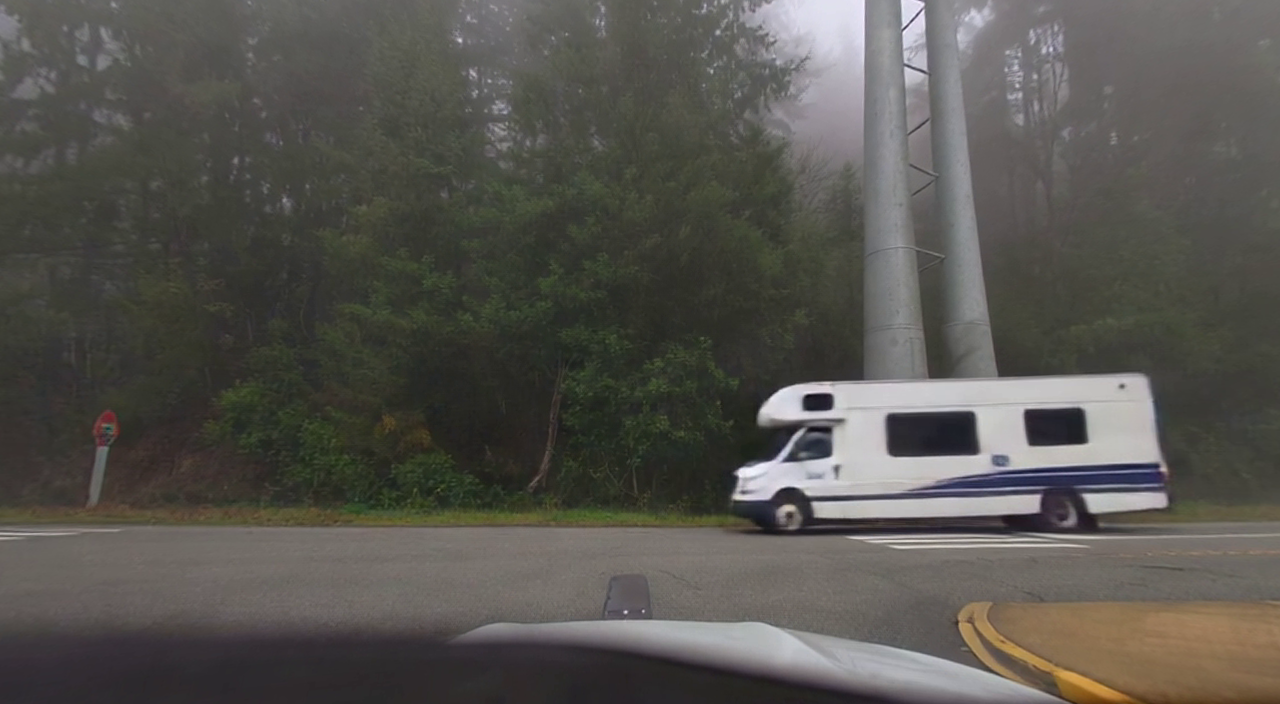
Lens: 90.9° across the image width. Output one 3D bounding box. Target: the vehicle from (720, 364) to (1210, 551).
[{"bbox_3d":[5.910,2.037,12.506,8.152,3.185,2.776,0,-9,-3],"label":"vehicle"}]
